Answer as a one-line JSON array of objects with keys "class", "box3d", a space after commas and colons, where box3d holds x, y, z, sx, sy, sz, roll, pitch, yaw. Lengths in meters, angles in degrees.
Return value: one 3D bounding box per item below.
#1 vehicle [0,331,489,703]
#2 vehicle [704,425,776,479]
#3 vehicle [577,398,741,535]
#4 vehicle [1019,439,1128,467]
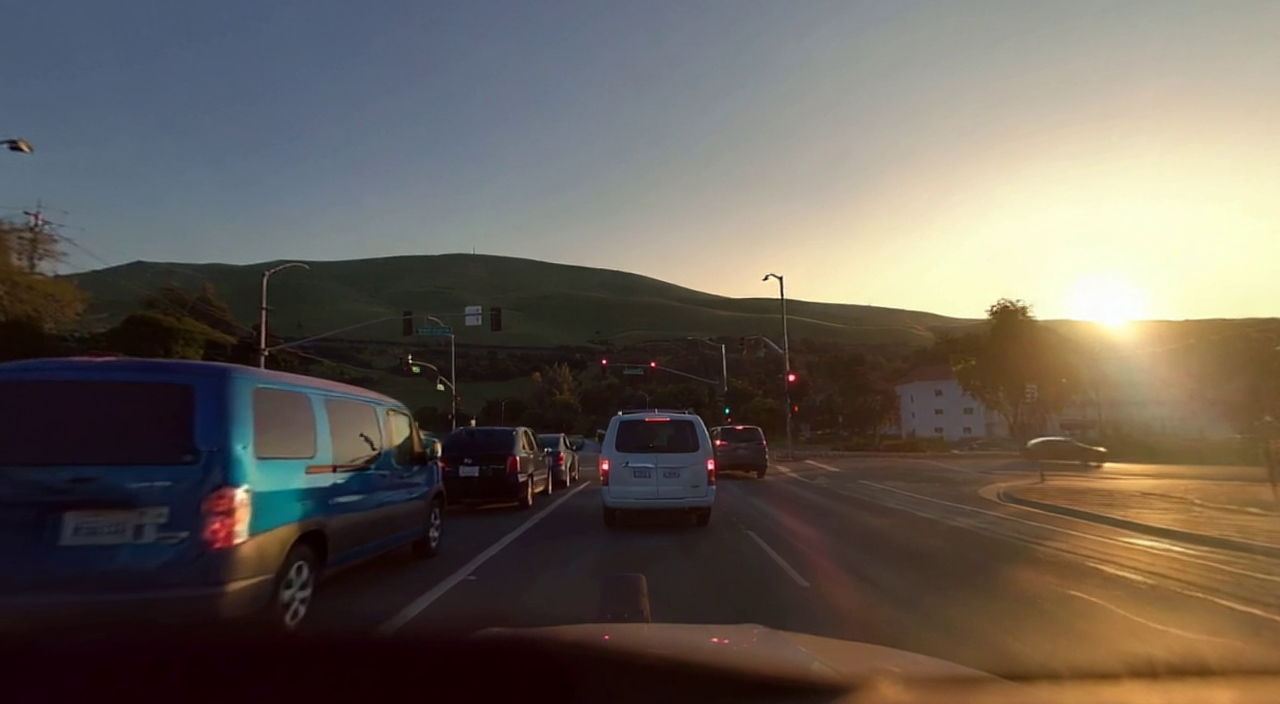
[{"class": "vehicle", "box3d": [-2.831, 1.138, 4.758, 2.131, 1.783, 4.540, 0, -8, 2]}, {"class": "vehicle", "box3d": [3.267, 3.367, 21.398, 1.817, 1.662, 3.843, 0, -8, 0]}, {"class": "vehicle", "box3d": [0.238, 1.855, 10.694, 2.185, 1.822, 4.391, 0, -8, 0]}, {"class": "vehicle", "box3d": [23.990, 5.591, 35.000, 4.696, 1.461, 1.810, 0, -8, -1]}]
